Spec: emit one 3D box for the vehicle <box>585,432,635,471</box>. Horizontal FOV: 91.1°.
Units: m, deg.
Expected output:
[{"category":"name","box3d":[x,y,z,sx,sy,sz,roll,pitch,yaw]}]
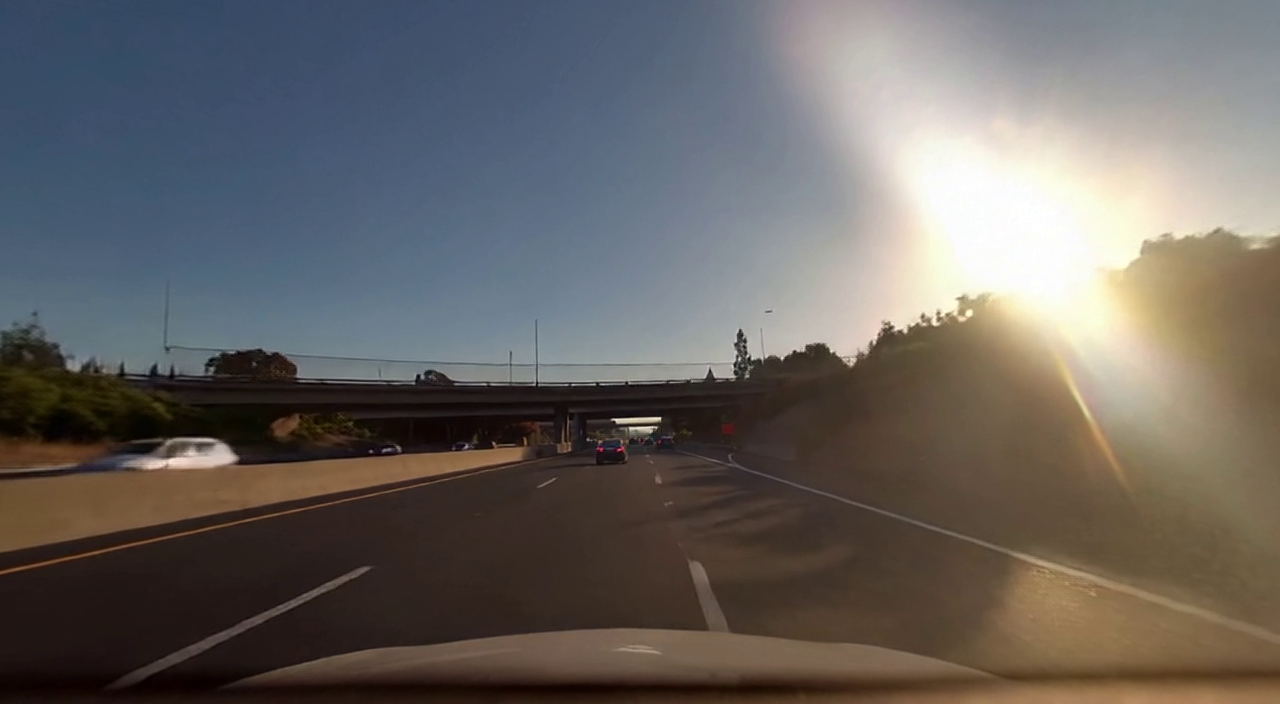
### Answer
[{"category":"vehicle","box3d":[-1.256,4.424,28.248,2.039,1.589,4.324,0,-8,0]}]
